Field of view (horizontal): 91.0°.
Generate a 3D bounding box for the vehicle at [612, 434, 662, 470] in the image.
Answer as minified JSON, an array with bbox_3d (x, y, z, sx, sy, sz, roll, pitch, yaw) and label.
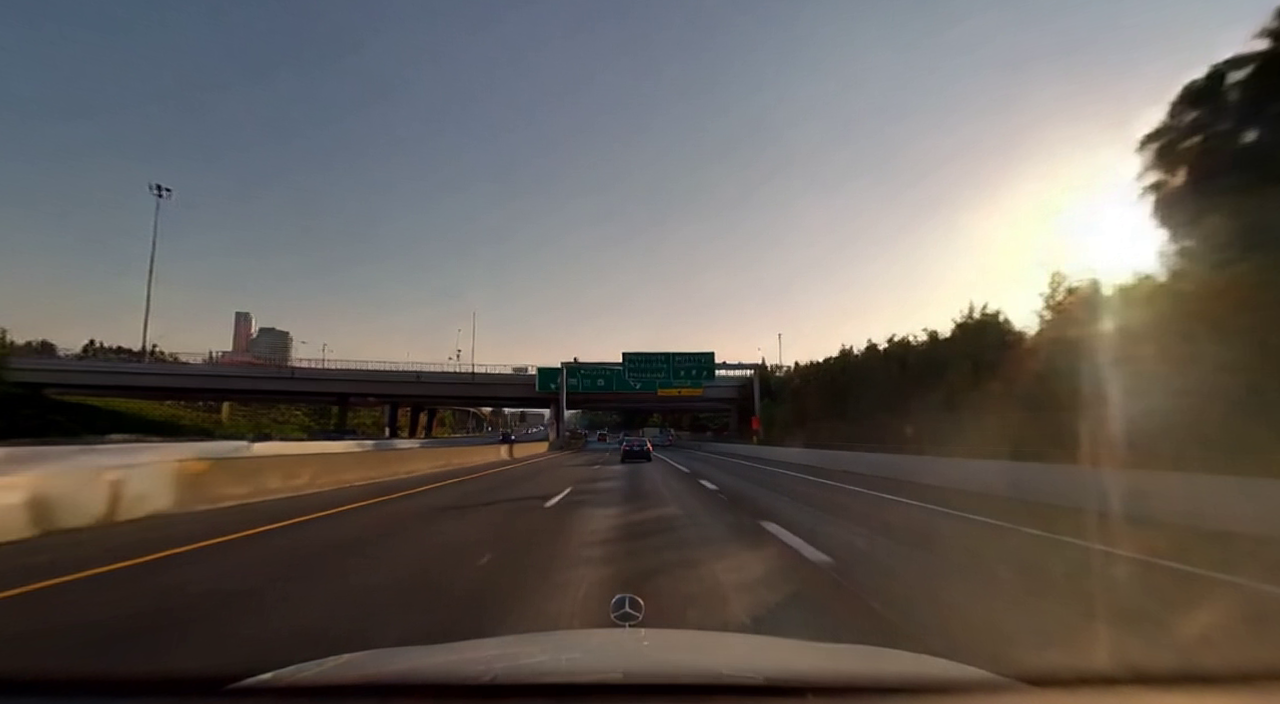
[{"bbox_3d":[-0.138,4.558,28.794,2.130,1.512,4.057,1,-8,0],"label":"vehicle"}]
